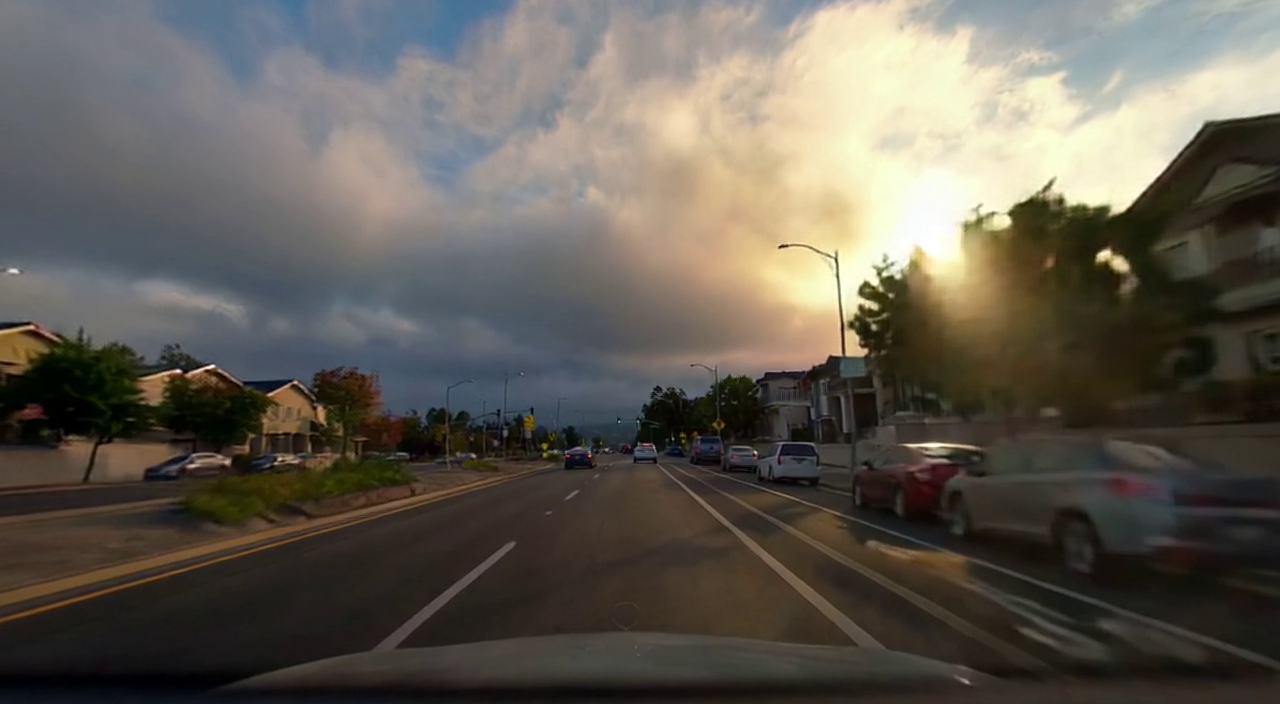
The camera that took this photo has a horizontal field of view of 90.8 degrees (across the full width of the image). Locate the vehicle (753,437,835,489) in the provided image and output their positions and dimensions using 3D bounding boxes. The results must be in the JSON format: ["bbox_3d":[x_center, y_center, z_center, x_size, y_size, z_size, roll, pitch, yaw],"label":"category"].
[{"bbox_3d":[5.696,4.141,23.990,2.020,1.762,4.559,0,-9,1],"label":"vehicle"}]

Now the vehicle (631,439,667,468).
[{"bbox_3d":[0.540,6.943,43.385,2.273,1.851,5.075,0,-9,-1],"label":"vehicle"}]

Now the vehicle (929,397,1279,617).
[{"bbox_3d":[5.773,1.648,7.737,2.154,1.824,4.782,0,-9,0],"label":"vehicle"}]

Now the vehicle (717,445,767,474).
[{"bbox_3d":[5.619,5.983,35.353,1.910,1.520,4.375,0,-9,-3],"label":"vehicle"}]

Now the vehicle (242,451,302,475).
[{"bbox_3d":[-25.792,7.780,44.433,1.794,1.595,4.123,0,-9,0],"label":"vehicle"}]

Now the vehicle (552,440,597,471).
[{"bbox_3d":[-3.924,6.344,38.840,2.233,1.775,4.491,0,-9,1],"label":"vehicle"}]

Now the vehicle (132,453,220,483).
[{"bbox_3d":[-25.998,6.486,35.597,1.855,1.552,4.092,0,-9,-1],"label":"vehicle"}]

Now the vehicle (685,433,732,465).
[{"bbox_3d":[5.245,7.632,49.855,2.763,2.329,7.864,0,-8,0],"label":"vehicle"}]
